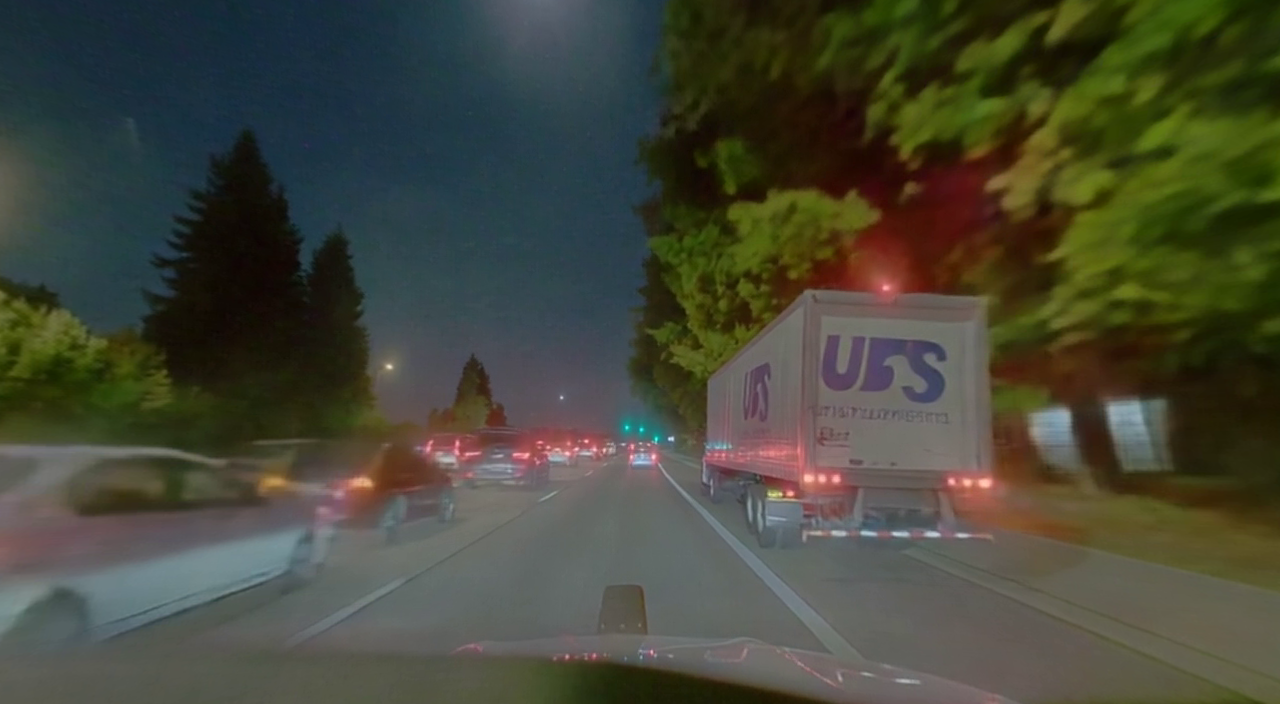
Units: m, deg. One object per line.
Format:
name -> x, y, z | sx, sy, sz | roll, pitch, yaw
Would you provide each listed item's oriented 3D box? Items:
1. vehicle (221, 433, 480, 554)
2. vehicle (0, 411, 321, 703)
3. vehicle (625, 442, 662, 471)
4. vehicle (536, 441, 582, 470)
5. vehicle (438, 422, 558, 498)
vehicle -> -4.193, 2.097, 10.176 | 1.958, 1.472, 4.555 | 0, -8, 1
vehicle -> -4.010, 1.143, 3.759 | 1.952, 1.471, 4.334 | 0, -8, 0
vehicle -> 0.178, 5.667, 34.449 | 1.875, 1.453, 3.888 | 0, -8, 0
vehicle -> -4.438, 5.727, 35.096 | 2.068, 1.480, 4.039 | 0, -8, 0
vehicle -> -3.869, 3.074, 18.322 | 2.242, 1.852, 5.201 | 0, -8, 0
